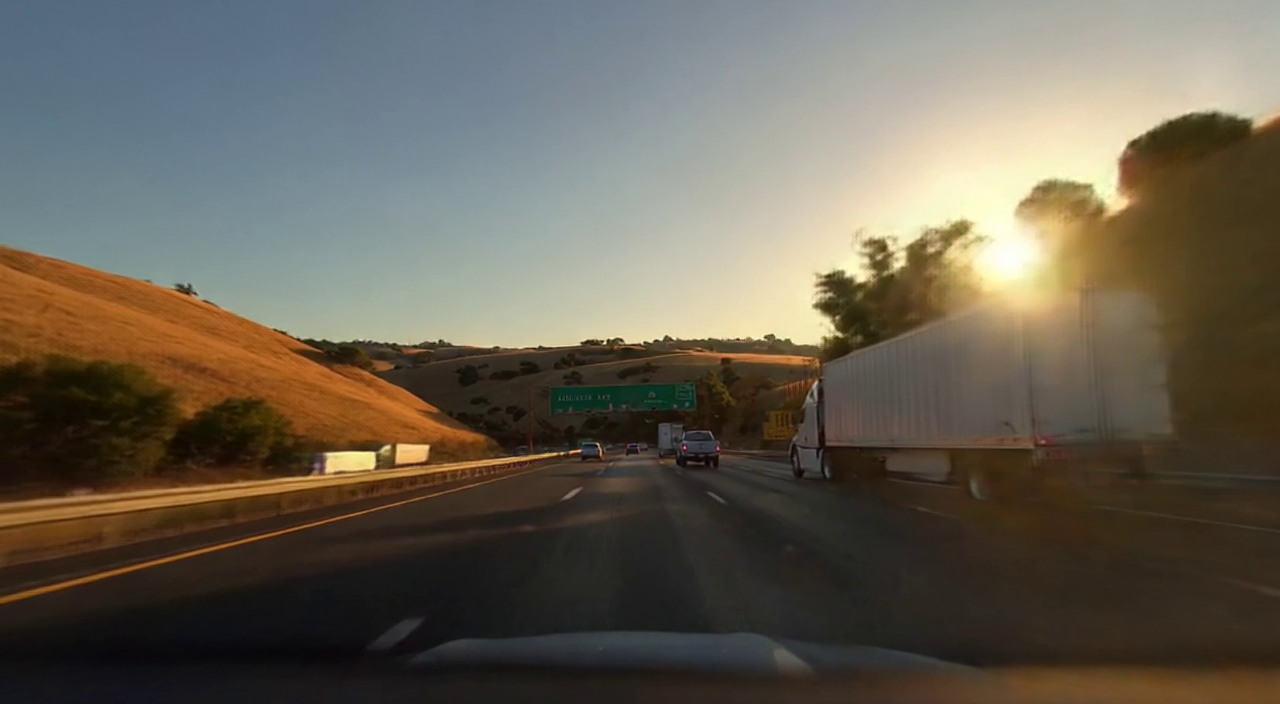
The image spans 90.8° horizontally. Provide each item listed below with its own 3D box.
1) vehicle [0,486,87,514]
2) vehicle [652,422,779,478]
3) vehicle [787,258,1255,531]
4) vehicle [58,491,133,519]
[{"bbox_3d":[-40.882,10.098,43.320,1.837,1.540,4.565,0,-9,-2],"label":"vehicle"},{"bbox_3d":[3.156,4.228,27.437,5.075,2.277,2.365,0,-9,-3],"label":"vehicle"},{"bbox_3d":[7.594,1.811,17.751,2.935,4.187,16.357,0,-9,0],"label":"vehicle"},{"bbox_3d":[-36.630,10.278,42.617,1.705,1.485,3.776,0,-9,-1],"label":"vehicle"}]
